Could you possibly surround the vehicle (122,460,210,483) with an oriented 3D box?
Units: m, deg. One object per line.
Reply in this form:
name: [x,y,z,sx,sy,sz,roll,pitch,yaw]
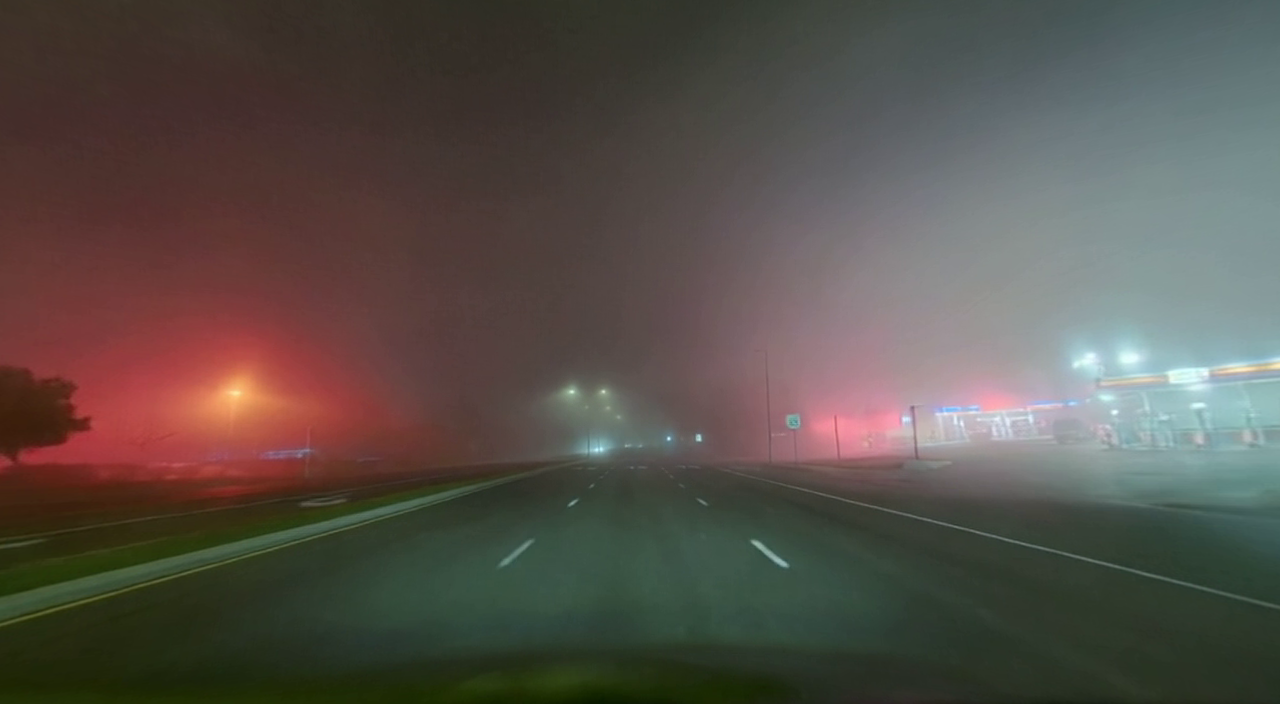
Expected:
vehicle: [-33.437,8.446,44.653,4.683,1.495,2.052,-1,-9,5]
